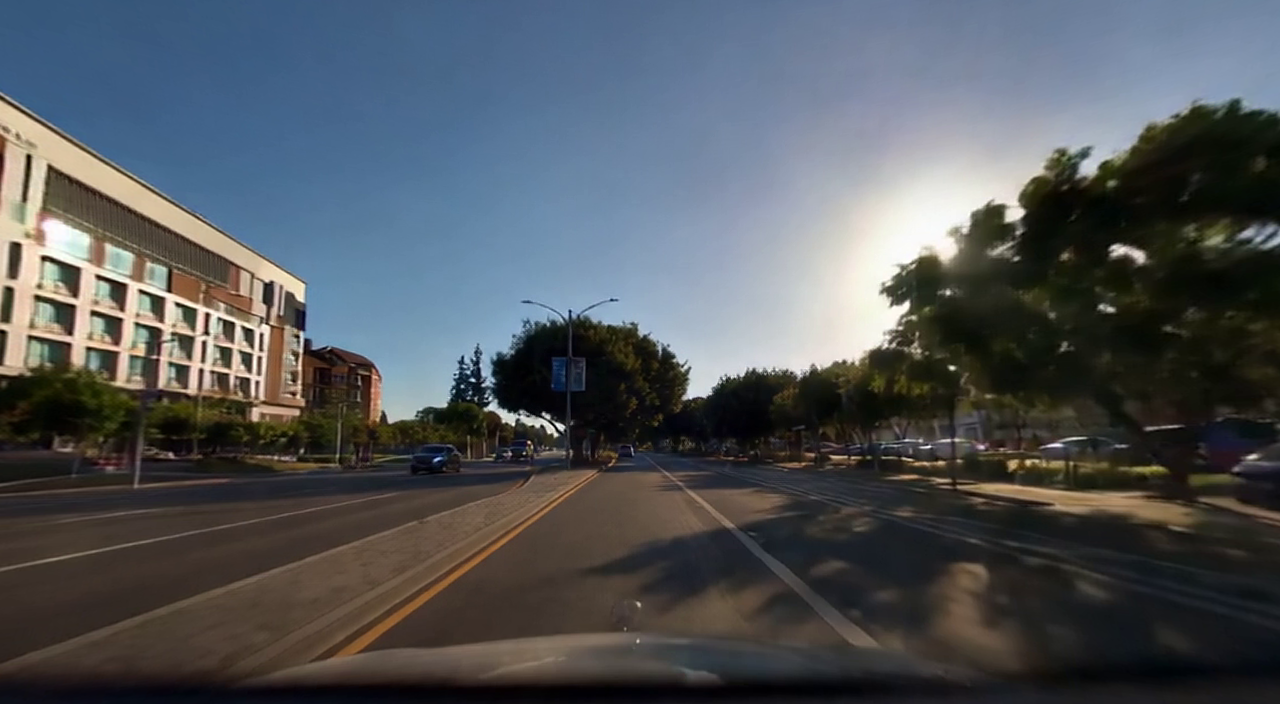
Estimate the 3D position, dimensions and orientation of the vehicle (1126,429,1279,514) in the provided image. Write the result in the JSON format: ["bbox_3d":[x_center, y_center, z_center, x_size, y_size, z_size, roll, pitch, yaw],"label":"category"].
[{"bbox_3d":[14.901,2.812,15.189,4.761,1.832,2.201,1,-9,-7],"label":"vehicle"}]

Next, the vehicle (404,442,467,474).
[{"bbox_3d":[-12.323,6.417,38.475,2.250,1.788,4.684,0,-9,0],"label":"vehicle"}]

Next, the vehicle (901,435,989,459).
[{"bbox_3d":[22.540,7.045,46.788,5.320,1.722,2.651,2,-9,-15],"label":"vehicle"}]
